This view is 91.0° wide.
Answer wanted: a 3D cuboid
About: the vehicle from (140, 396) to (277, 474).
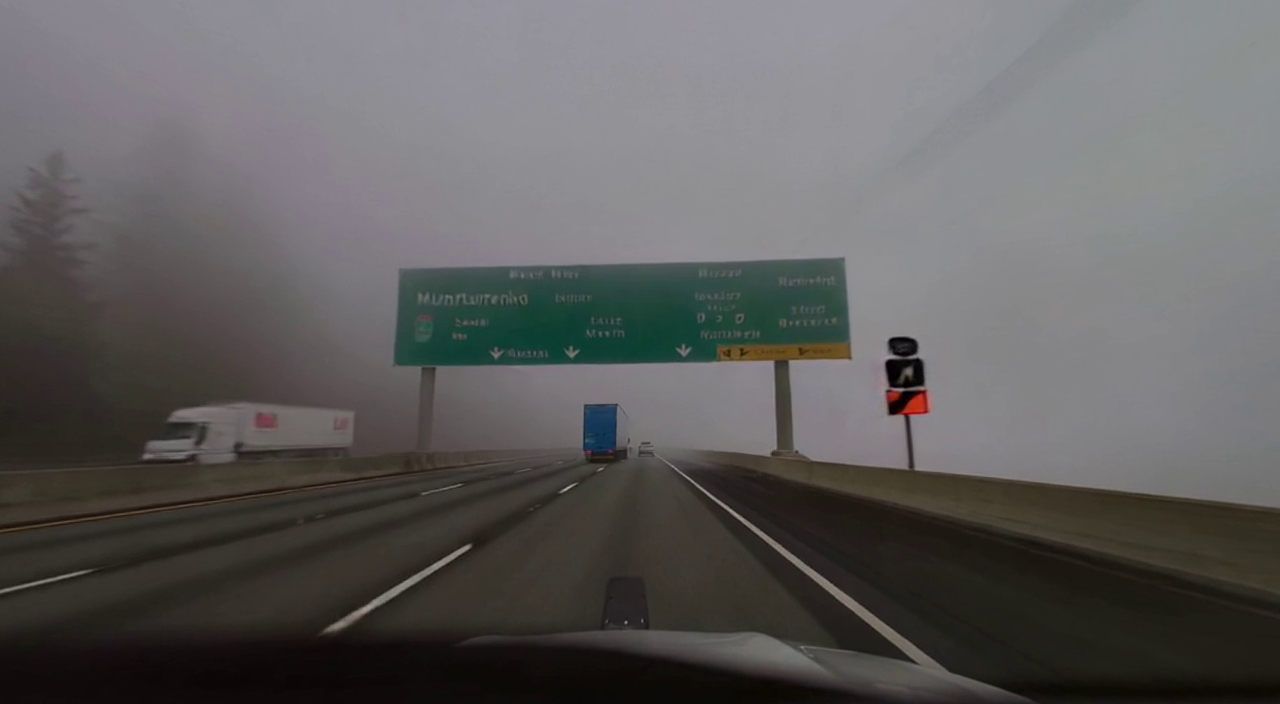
[{"bbox_3d":[-22.725,4.446,33.588,2.928,3.764,5.866,0,-8,0],"label":"vehicle"}]
